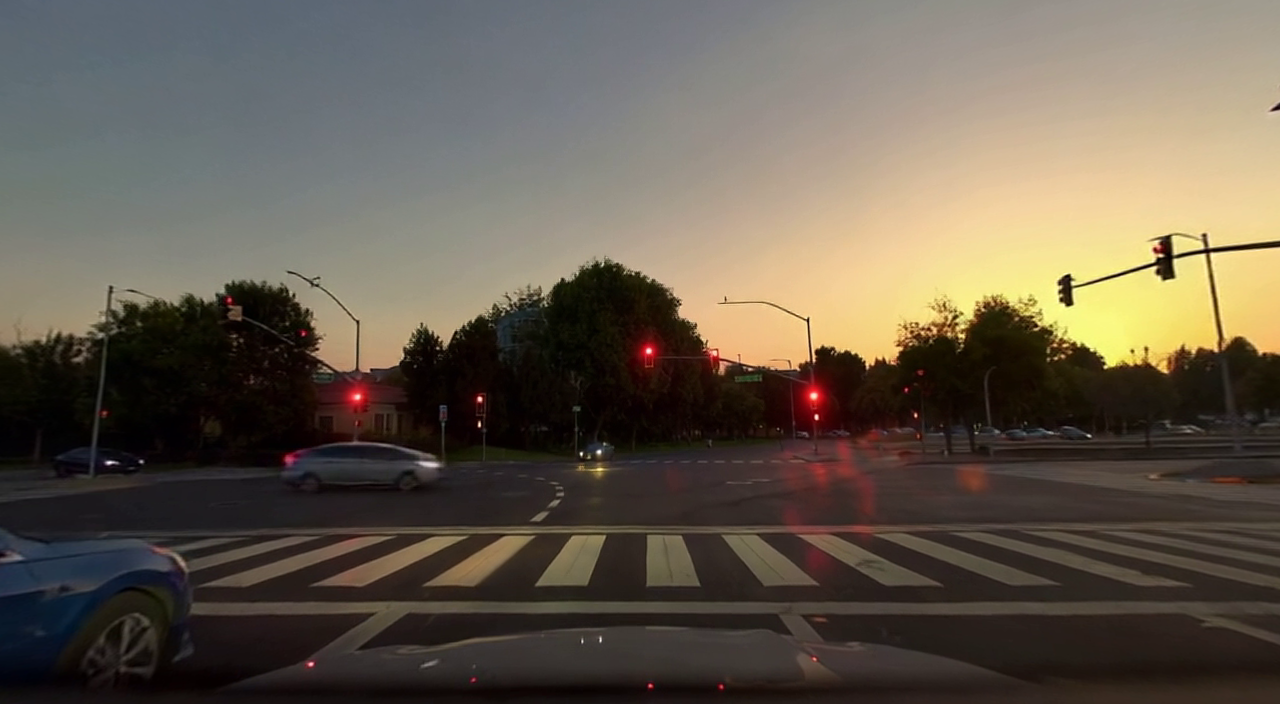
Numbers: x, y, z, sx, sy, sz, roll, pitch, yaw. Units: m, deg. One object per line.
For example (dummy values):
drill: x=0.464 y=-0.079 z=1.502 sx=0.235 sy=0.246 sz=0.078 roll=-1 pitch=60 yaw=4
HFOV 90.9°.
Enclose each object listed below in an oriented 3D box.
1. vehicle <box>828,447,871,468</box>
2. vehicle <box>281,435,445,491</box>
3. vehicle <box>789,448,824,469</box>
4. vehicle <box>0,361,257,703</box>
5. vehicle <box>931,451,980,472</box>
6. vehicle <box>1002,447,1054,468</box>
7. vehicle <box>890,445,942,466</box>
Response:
vehicle: x=15.546 y=7.854 z=47.051 sx=1.714 sy=1.458 sz=4.206 roll=0 pitch=-8 yaw=0
vehicle: x=-7.918 y=3.199 z=18.300 sx=3.894 sy=1.490 sz=1.810 roll=-1 pitch=-8 yaw=2
vehicle: x=12.533 y=7.976 z=47.522 sx=1.647 sy=1.386 sz=3.725 roll=-2 pitch=-8 yaw=1
vehicle: x=-3.053 y=0.706 z=1.149 sx=2.055 sy=1.573 sz=4.065 roll=-1 pitch=-8 yaw=2
vehicle: x=23.001 y=7.986 z=46.055 sx=1.633 sy=1.324 sz=3.449 roll=-1 pitch=-8 yaw=-3
vehicle: x=28.447 y=7.729 z=46.284 sx=1.662 sy=1.440 sz=3.583 roll=-1 pitch=-8 yaw=3
vehicle: x=20.550 y=7.690 z=47.115 sx=1.815 sy=1.515 sz=4.552 roll=0 pitch=-8 yaw=0
